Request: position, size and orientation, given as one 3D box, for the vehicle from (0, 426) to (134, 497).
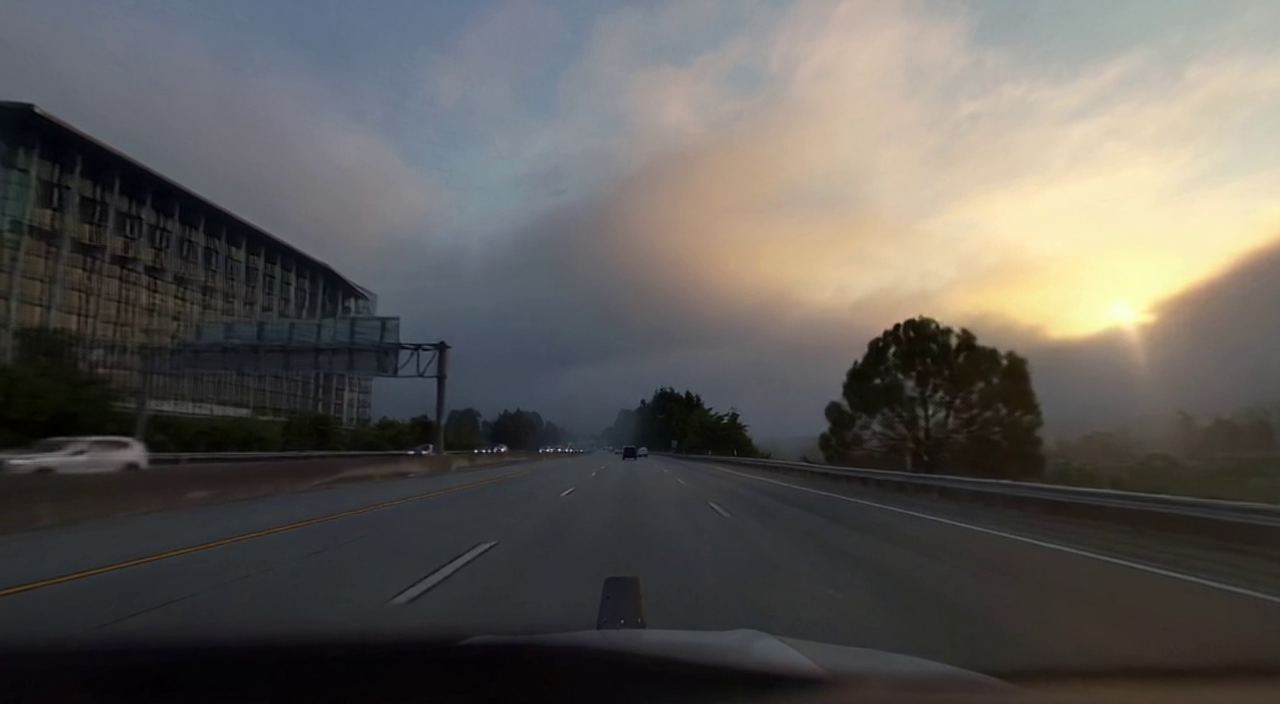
[{"bbox_3d":[-14.458,2.529,14.668,1.878,1.478,4.122,0,-9,0],"label":"vehicle"}]
